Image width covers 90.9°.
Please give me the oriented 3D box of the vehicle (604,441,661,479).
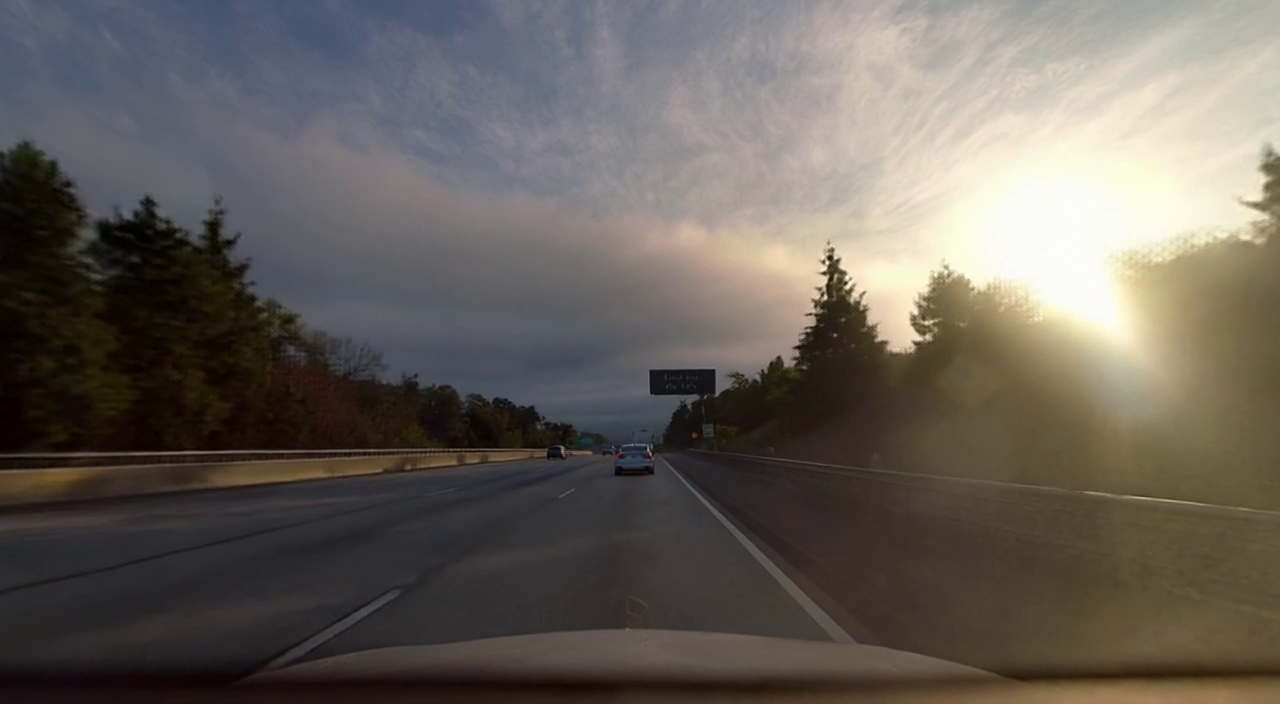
[{"bbox_3d":[-0.250,4.544,26.741,2.238,1.479,3.672,0,-9,1],"label":"vehicle"}]
